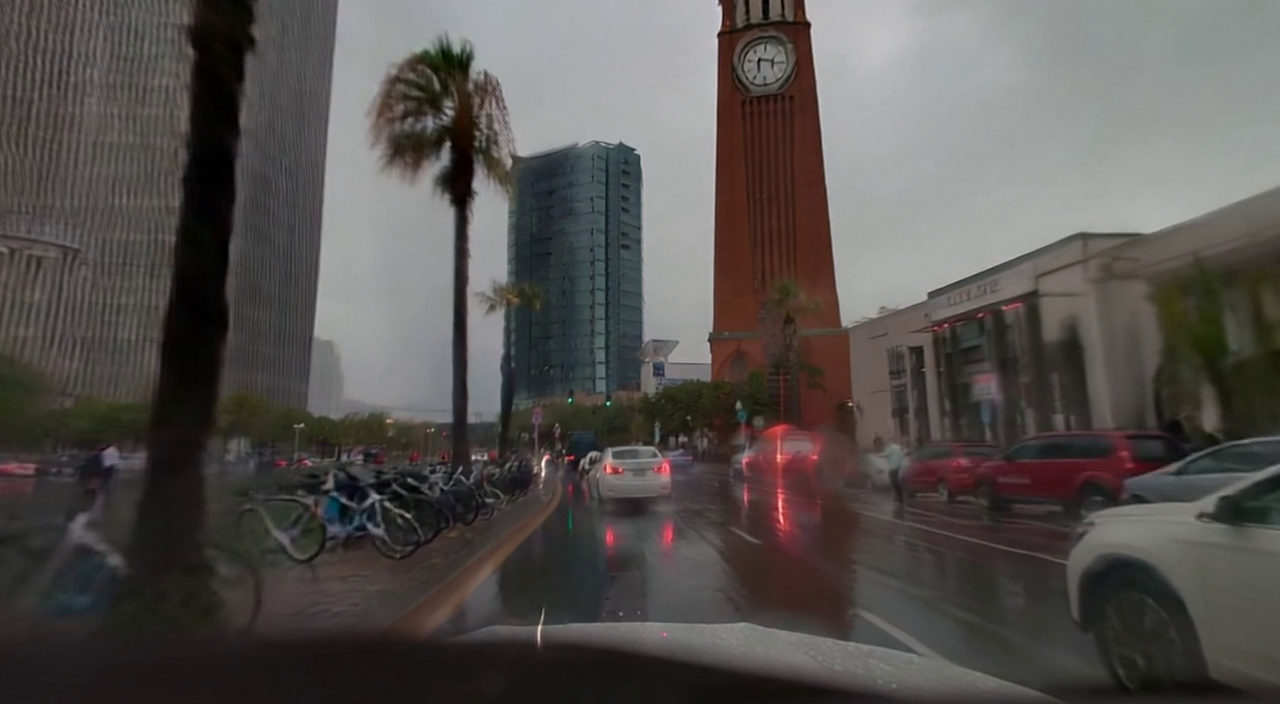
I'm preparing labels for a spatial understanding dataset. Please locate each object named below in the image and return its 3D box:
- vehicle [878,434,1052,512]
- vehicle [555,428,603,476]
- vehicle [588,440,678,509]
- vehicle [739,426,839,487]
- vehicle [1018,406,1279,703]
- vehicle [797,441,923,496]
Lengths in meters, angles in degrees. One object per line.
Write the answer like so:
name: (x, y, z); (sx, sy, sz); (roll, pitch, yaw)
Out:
vehicle: (7.976, 2.985, 16.059); (1.860, 1.684, 4.211); (1, -9, -5)
vehicle: (-4.055, 6.426, 40.757); (2.400, 2.872, 6.053); (2, -9, -12)
vehicle: (-0.317, 3.189, 16.959); (2.111, 1.605, 3.832); (1, -9, -5)
vehicle: (6.475, 4.621, 28.296); (2.377, 2.429, 5.532); (1, -9, -9)
vehicle: (3.560, 0.843, 1.639); (2.116, 1.500, 4.702); (0, -9, -2)
vehicle: (7.319, 3.911, 21.694); (1.945, 1.623, 5.013); (1, -9, -8)
